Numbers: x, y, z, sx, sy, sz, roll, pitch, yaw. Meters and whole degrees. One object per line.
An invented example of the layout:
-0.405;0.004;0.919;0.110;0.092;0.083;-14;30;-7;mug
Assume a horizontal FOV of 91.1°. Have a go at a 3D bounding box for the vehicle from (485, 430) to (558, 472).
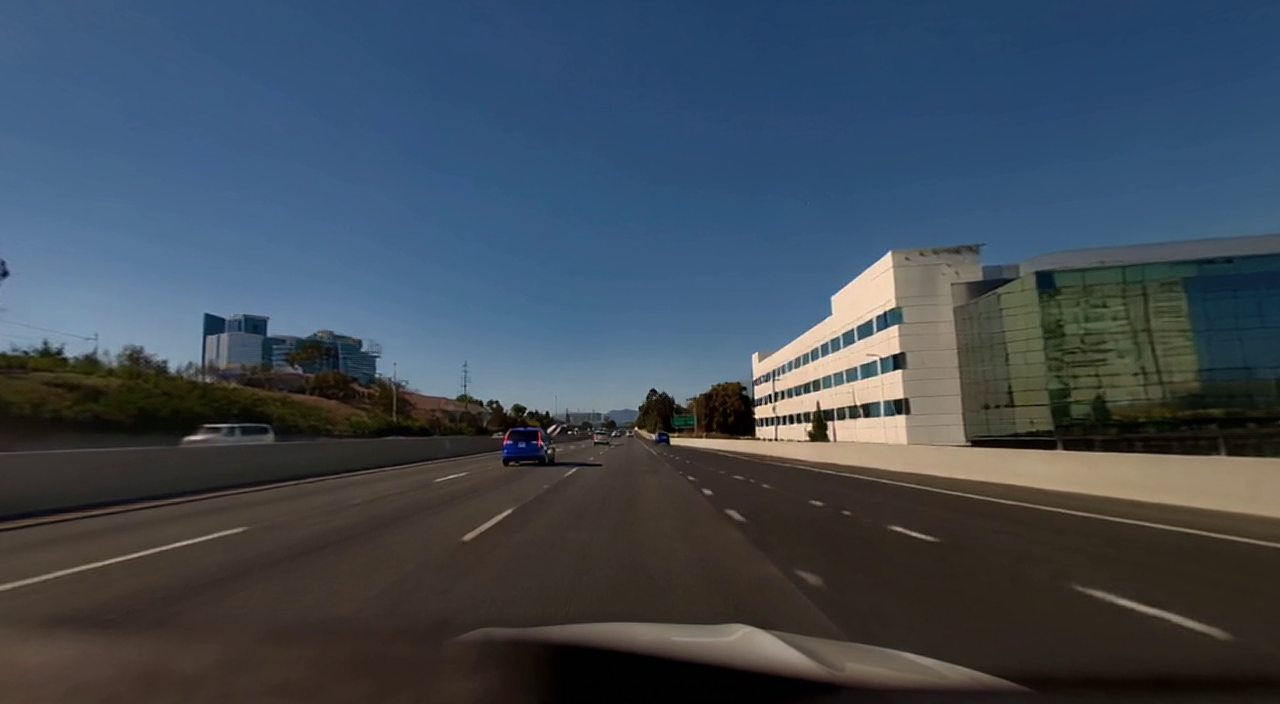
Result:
-4.516;3.841;24.674;1.996;1.490;4.571;0;-8;0;vehicle
